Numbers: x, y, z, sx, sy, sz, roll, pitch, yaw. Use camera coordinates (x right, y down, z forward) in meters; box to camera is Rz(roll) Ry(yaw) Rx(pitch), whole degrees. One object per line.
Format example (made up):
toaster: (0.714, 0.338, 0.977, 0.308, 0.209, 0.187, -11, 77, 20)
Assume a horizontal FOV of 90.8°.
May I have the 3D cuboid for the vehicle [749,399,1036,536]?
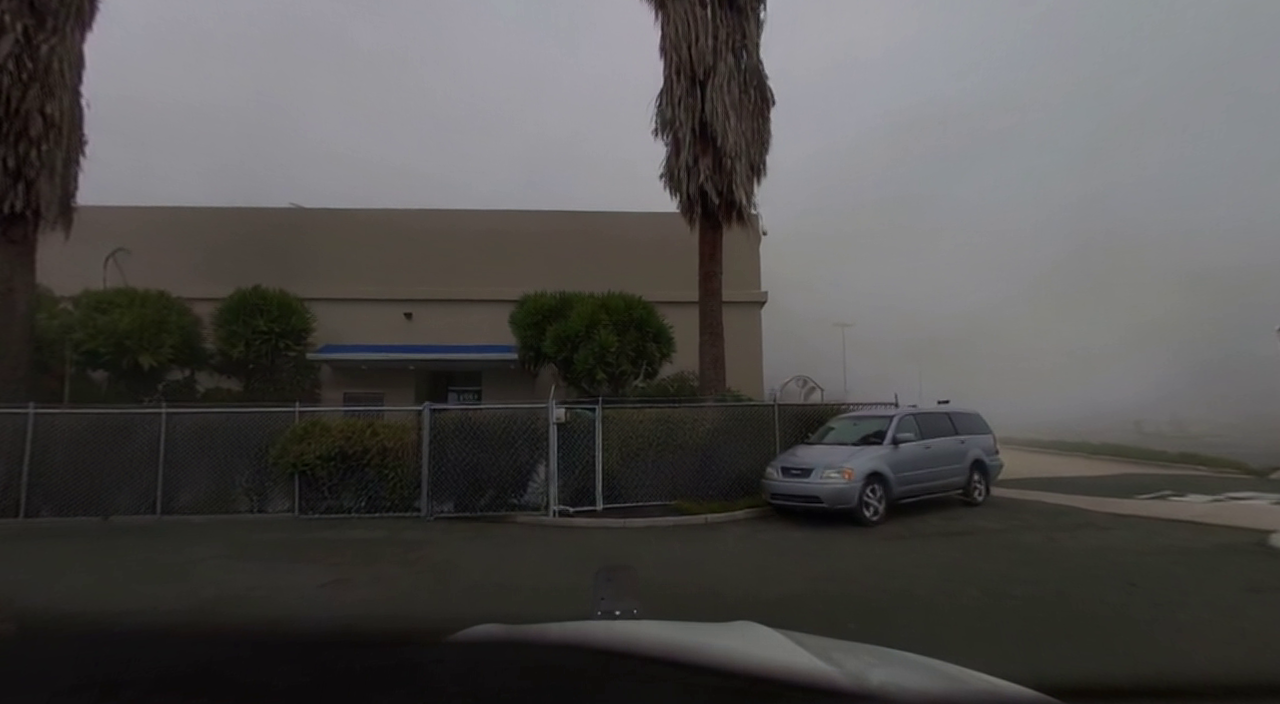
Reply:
vehicle: (4.172, 1.746, 10.384, 4.365, 1.791, 2.073, 4, -7, -30)
